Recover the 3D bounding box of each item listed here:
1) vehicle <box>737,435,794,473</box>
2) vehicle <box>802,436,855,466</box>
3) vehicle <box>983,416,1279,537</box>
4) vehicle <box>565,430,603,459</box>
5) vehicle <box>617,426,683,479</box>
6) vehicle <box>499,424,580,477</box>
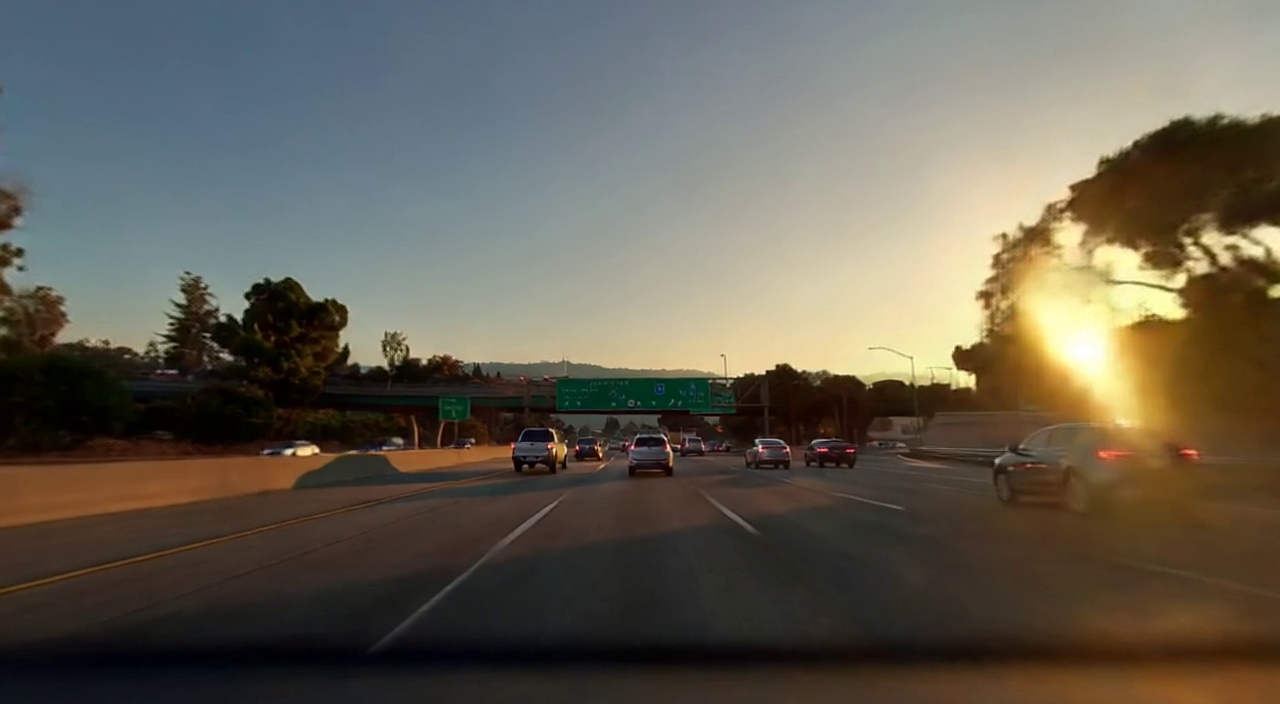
[{"bbox_3d":[6.120,5.020,31.144,2.022,1.682,4.226,0,-9,1],"label":"vehicle"},{"bbox_3d":[11.921,6.287,40.071,2.010,1.765,4.375,0,-9,0],"label":"vehicle"},{"bbox_3d":[7.716,1.930,10.273,1.989,1.569,3.964,0,-9,0],"label":"vehicle"},{"bbox_3d":[-4.250,7.189,48.941,2.317,2.049,5.746,0,-9,1],"label":"vehicle"},{"bbox_3d":[0.377,3.654,23.062,2.181,1.728,3.970,0,-9,1],"label":"vehicle"},{"bbox_3d":[-3.667,3.724,23.933,2.199,1.777,4.790,0,-9,1],"label":"vehicle"}]
